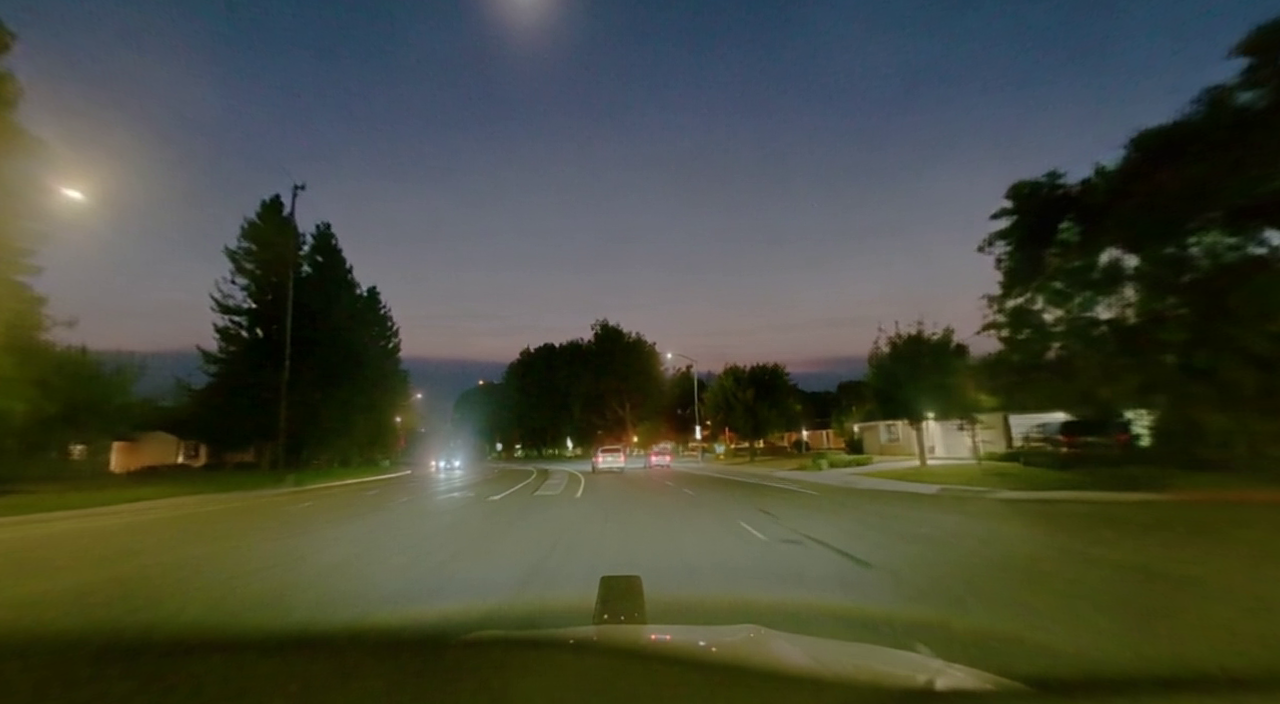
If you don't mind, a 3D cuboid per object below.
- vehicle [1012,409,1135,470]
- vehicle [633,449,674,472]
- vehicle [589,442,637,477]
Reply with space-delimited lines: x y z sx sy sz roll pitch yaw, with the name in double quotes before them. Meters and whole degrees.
"vehicle" 15.207 3.160 22.437 2.666 1.892 5.391 -4 -10 25
"vehicle" 0.878 7.695 44.898 1.915 1.495 4.880 2 -9 -11
"vehicle" -1.586 5.972 35.065 2.165 1.783 4.391 1 -9 -9
